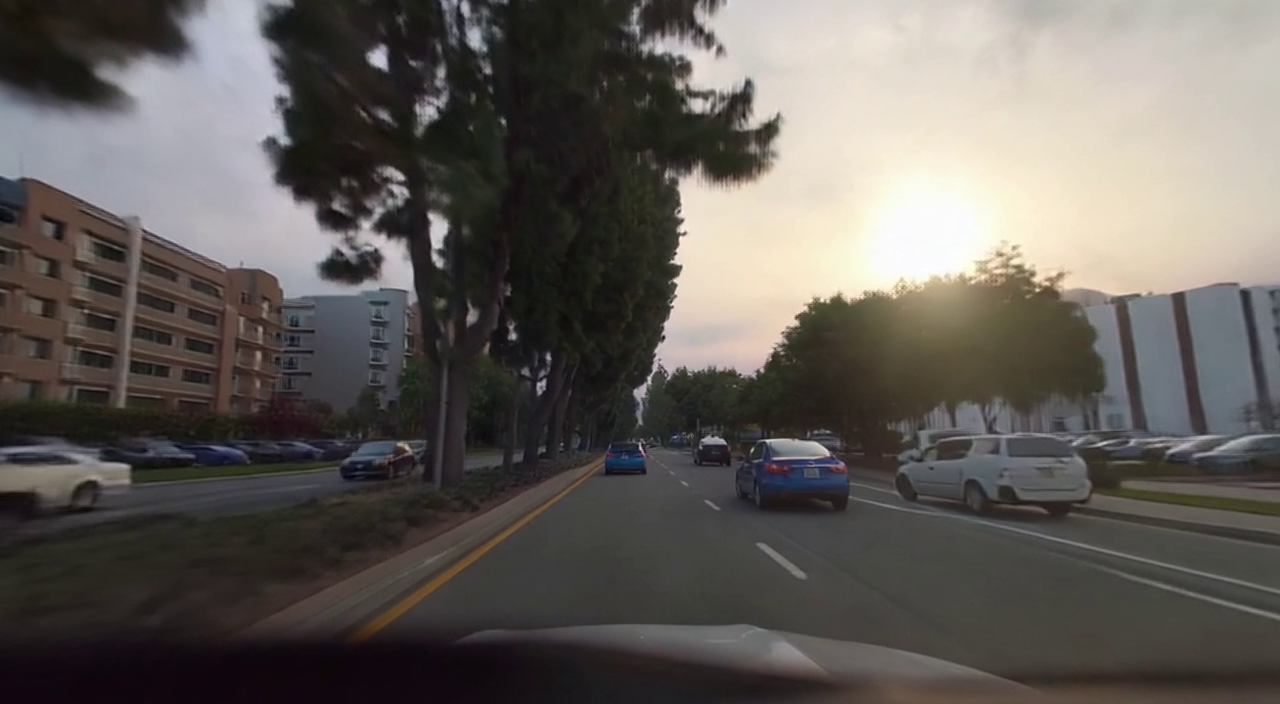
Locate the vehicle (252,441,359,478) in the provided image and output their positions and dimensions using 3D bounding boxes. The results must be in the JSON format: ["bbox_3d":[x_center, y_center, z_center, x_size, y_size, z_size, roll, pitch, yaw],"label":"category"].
[{"bbox_3d":[-16.283,5.236,31.209,2.115,1.621,5.840,0,-8,0],"label":"vehicle"}]

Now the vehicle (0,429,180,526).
[{"bbox_3d":[-12.459,2.560,13.404,1.954,1.715,4.518,0,-8,0],"label":"vehicle"}]

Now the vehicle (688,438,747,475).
[{"bbox_3d":[3.296,4.536,27.615,1.908,1.453,4.230,0,-8,-2],"label":"vehicle"}]

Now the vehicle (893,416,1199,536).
[{"bbox_3d":[7.145,2.244,12.136,2.224,1.772,5.325,0,-8,-1],"label":"vehicle"}]

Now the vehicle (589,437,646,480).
[{"bbox_3d":[-0.784,4.009,23.996,1.994,1.479,3.647,0,-8,0],"label":"vehicle"}]

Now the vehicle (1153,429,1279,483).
[{"bbox_3d":[20.664,3.490,21.361,4.697,1.691,2.106,0,-8,0],"label":"vehicle"}]

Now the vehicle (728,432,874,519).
[{"bbox_3d":[3.067,2.425,12.904,1.852,1.498,3.825,0,-8,-2],"label":"vehicle"}]

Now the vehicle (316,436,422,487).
[{"bbox_3d":[-9.292,3.775,22.084,1.953,1.612,4.204,0,-8,-2],"label":"vehicle"}]
